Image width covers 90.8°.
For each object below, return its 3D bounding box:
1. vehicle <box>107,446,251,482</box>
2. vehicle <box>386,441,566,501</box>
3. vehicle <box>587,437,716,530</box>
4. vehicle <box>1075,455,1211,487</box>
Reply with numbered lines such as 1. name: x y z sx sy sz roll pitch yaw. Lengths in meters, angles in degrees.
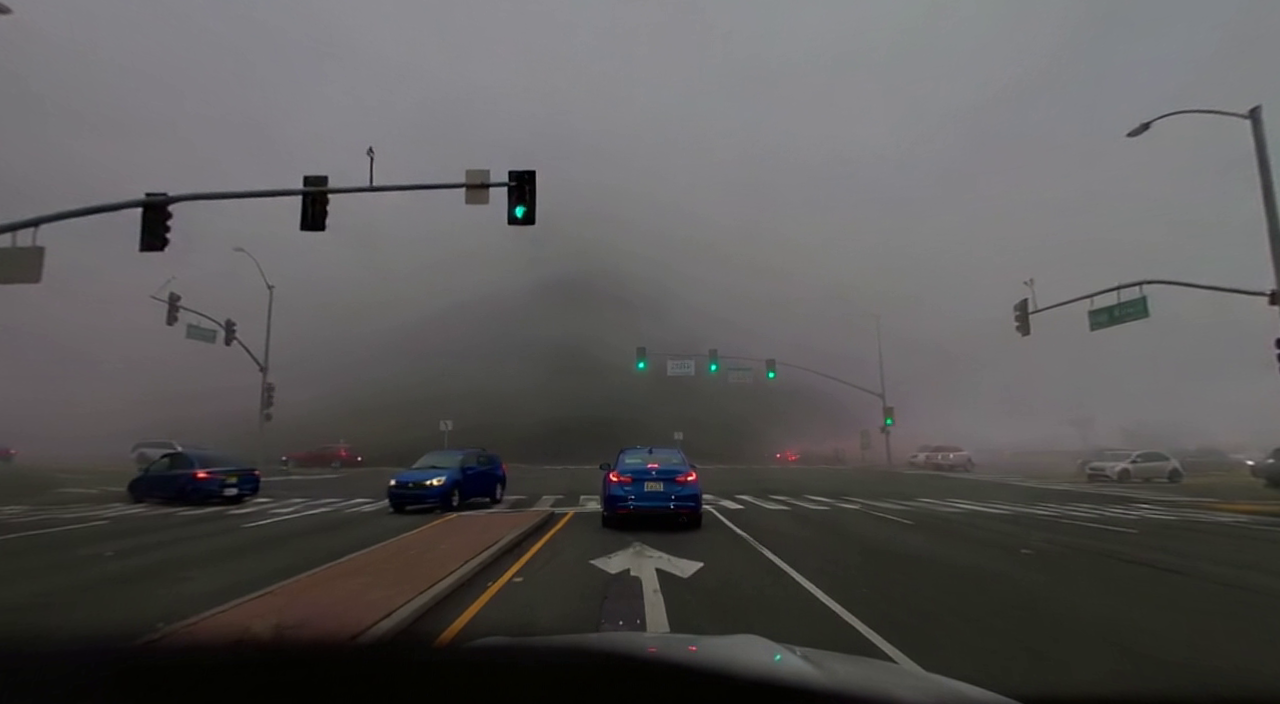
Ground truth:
1. vehicle: -19.148 4.651 26.399 4.531 1.434 1.841 0 -9 -1
2. vehicle: -4.683 3.330 18.077 4.626 1.489 2.213 -4 -10 26
3. vehicle: 0.065 2.431 12.298 2.067 1.471 4.241 1 -9 -4
4. vehicle: 23.467 5.547 29.606 4.684 1.412 1.995 0 -9 -2
